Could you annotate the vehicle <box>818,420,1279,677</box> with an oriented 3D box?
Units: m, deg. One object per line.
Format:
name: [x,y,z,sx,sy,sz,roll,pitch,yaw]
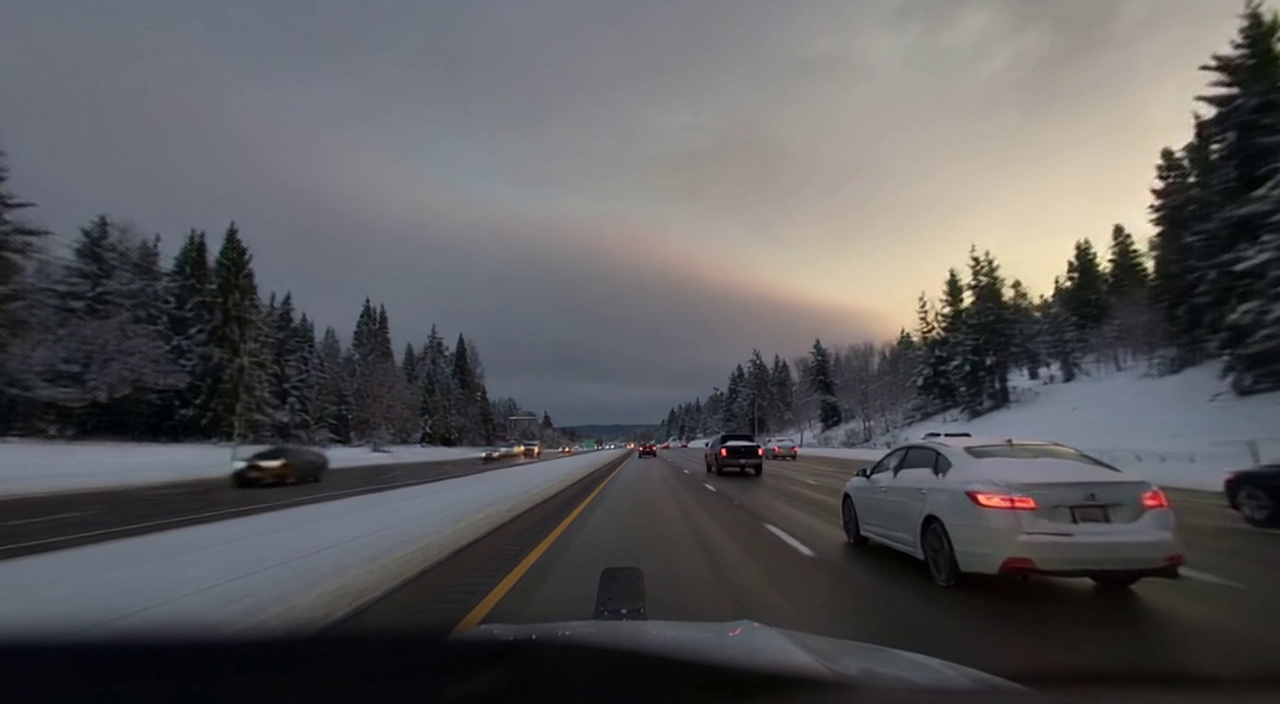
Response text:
vehicle: [3.375,1.472,6.034,1.904,1.453,4.789,0,-8,0]

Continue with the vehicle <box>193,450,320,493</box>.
vehicle: [-14.825,4.609,24.650,1.947,1.486,4.719,0,-8,0]

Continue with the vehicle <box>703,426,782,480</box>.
vehicle: [3.902,3.984,24.995,2.206,1.902,5.460,0,-8,0]
